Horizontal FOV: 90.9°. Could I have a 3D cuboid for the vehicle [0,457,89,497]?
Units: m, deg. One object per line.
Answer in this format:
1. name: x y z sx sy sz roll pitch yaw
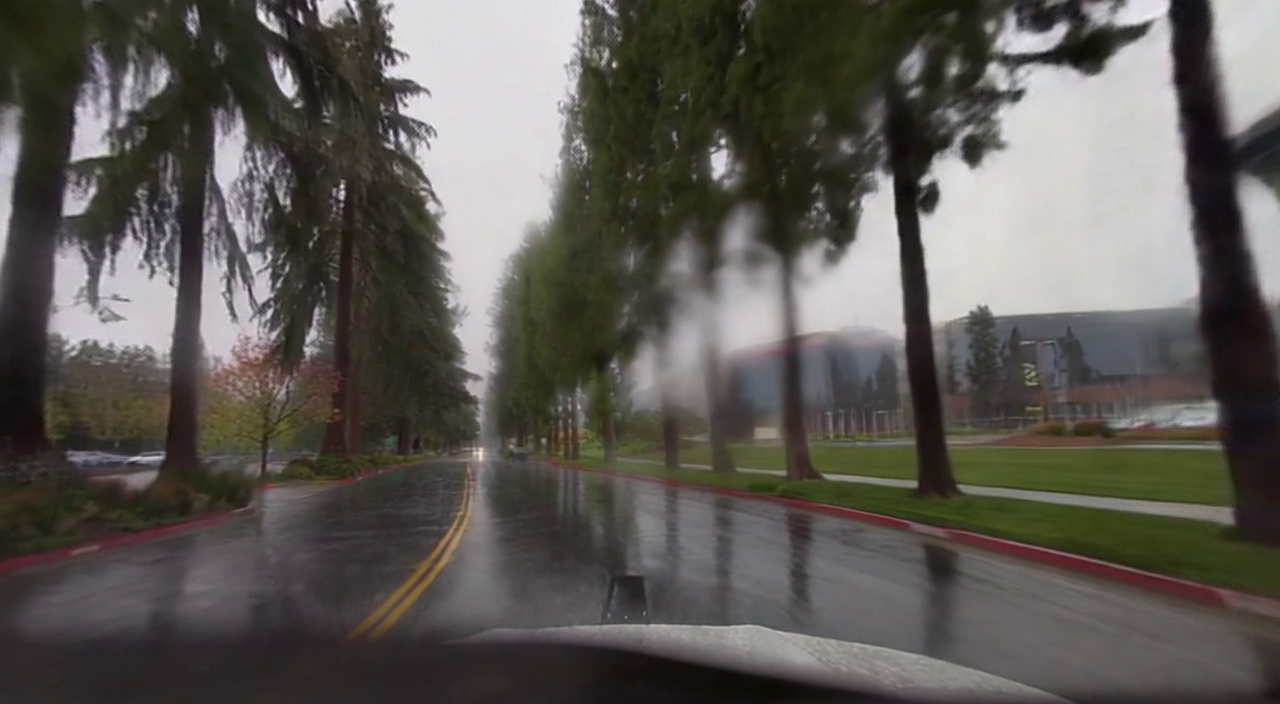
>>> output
1. vehicle: -28.610 5.808 29.648 1.929 1.650 4.638 2 -9 -13
